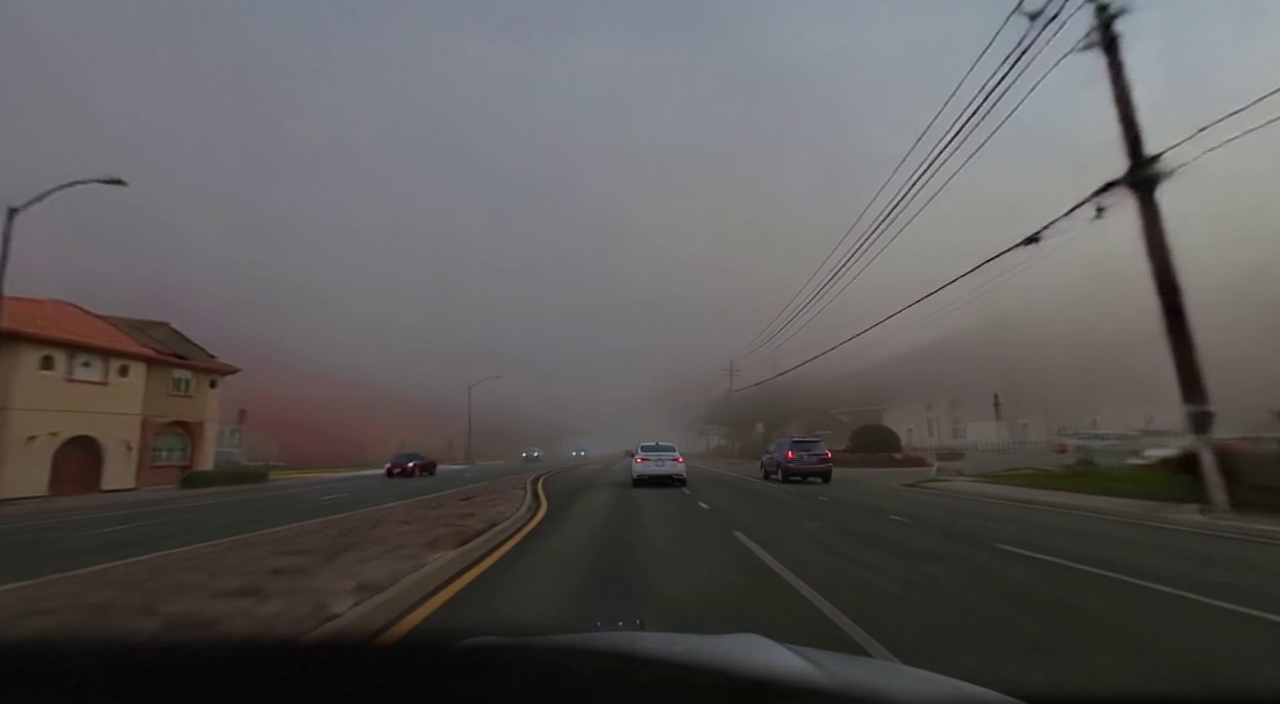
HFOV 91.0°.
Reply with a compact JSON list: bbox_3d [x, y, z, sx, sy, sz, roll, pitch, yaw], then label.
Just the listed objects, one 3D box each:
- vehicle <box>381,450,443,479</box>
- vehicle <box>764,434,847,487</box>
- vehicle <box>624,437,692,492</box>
[{"bbox_3d":[-13.948,6.890,38.772,2.011,1.670,4.360,-1,-9,3],"label":"vehicle"},{"bbox_3d":[6.311,4.186,24.531,2.061,1.889,4.268,0,-9,0],"label":"vehicle"},{"bbox_3d":[0.551,3.836,21.838,2.138,1.702,4.168,0,-9,0],"label":"vehicle"}]
